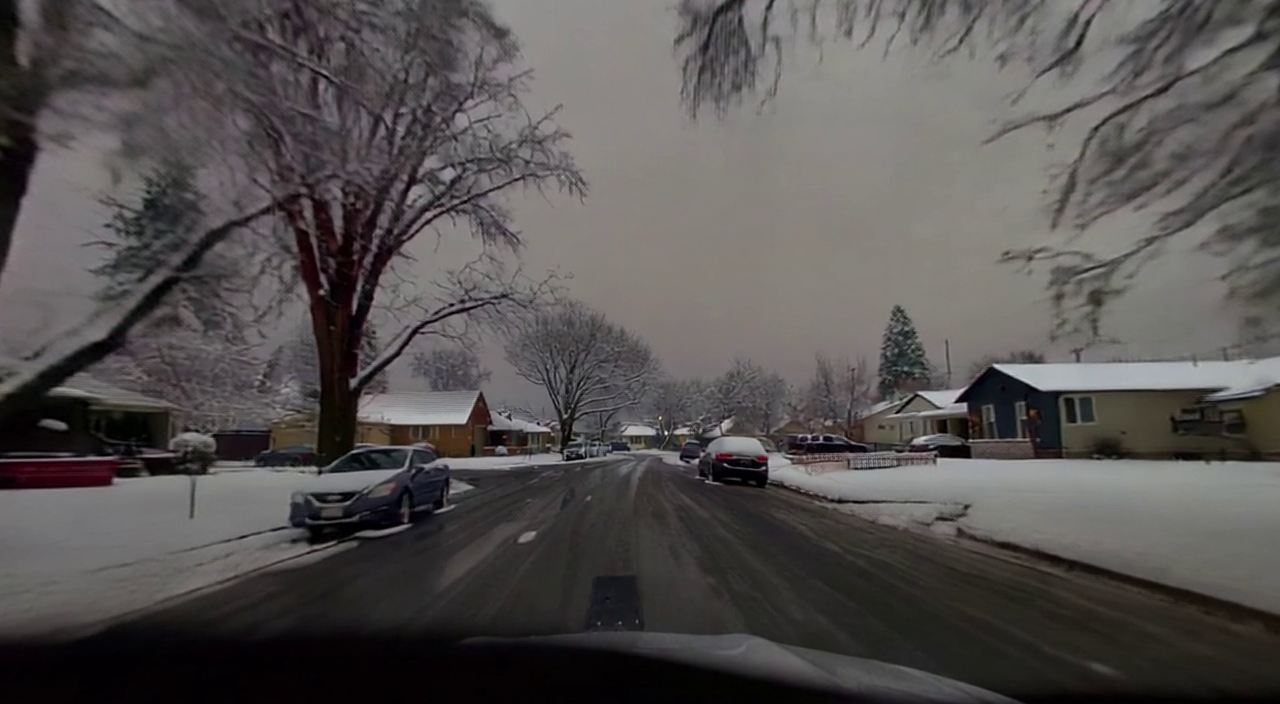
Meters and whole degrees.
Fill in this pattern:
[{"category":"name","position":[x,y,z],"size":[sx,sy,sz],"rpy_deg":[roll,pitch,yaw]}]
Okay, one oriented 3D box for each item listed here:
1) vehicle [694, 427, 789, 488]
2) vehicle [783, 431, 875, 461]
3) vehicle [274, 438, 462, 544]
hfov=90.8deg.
[{"category":"vehicle","position":[3.244,3.517,21.365],"size":[2.228,1.813,4.901],"rpy_deg":[0,-8,-2]},{"category":"vehicle","position":[11.185,5.588,37.608],"size":[4.781,1.700,1.914],"rpy_deg":[1,-8,-4]},{"category":"vehicle","position":[-4.817,2.439,12.040],"size":[1.981,1.463,4.631],"rpy_deg":[0,-7,-6]}]
